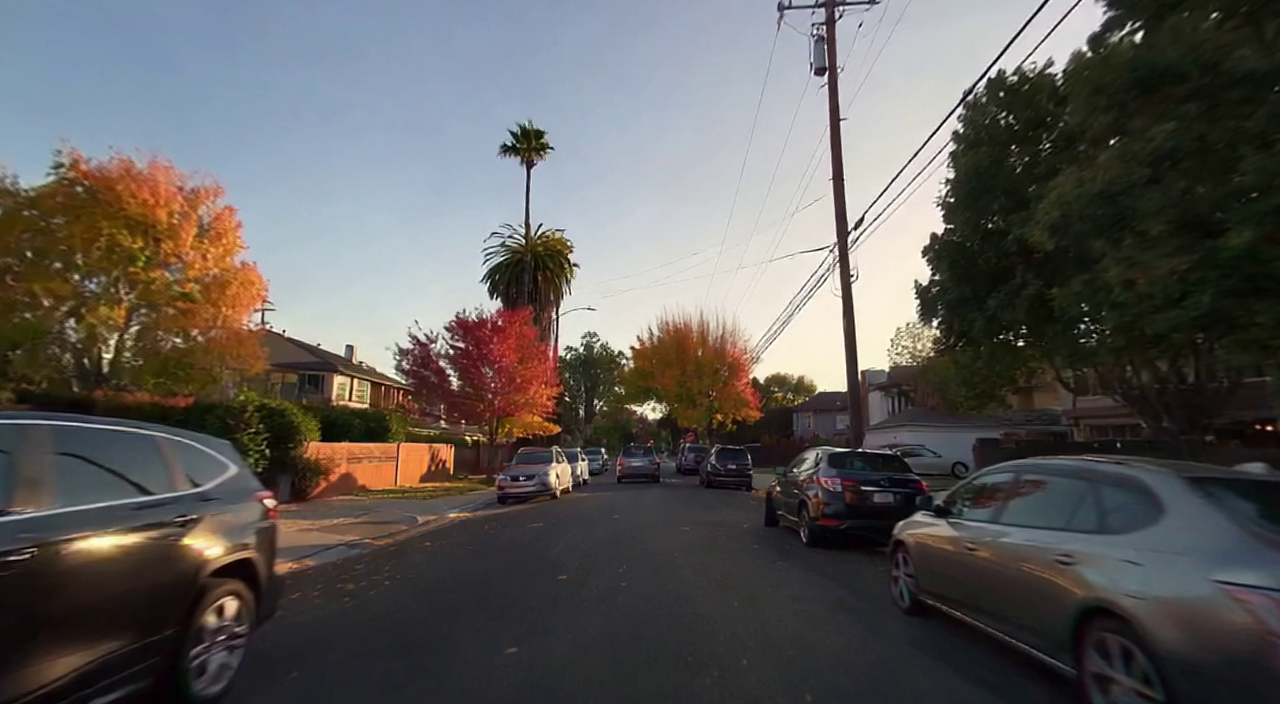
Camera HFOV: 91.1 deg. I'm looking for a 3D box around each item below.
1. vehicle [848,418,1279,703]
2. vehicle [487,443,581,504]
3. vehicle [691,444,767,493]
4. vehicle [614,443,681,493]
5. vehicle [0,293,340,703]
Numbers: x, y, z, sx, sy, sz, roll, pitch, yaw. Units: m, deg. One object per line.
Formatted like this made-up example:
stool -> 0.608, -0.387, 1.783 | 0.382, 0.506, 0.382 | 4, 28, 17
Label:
vehicle -> 2.893, 1.211, 3.583 | 1.869, 1.505, 4.397 | 0, -8, 0
vehicle -> -2.917, 3.441, 18.306 | 1.877, 1.521, 4.348 | 0, -8, 2
vehicle -> 3.079, 4.114, 22.618 | 1.967, 1.563, 4.237 | 0, -8, -2
vehicle -> 0.248, 3.805, 20.979 | 2.010, 1.499, 4.107 | 0, -8, 1
vehicle -> -3.046, 0.733, 1.954 | 2.044, 1.797, 4.650 | -1, -10, -2
